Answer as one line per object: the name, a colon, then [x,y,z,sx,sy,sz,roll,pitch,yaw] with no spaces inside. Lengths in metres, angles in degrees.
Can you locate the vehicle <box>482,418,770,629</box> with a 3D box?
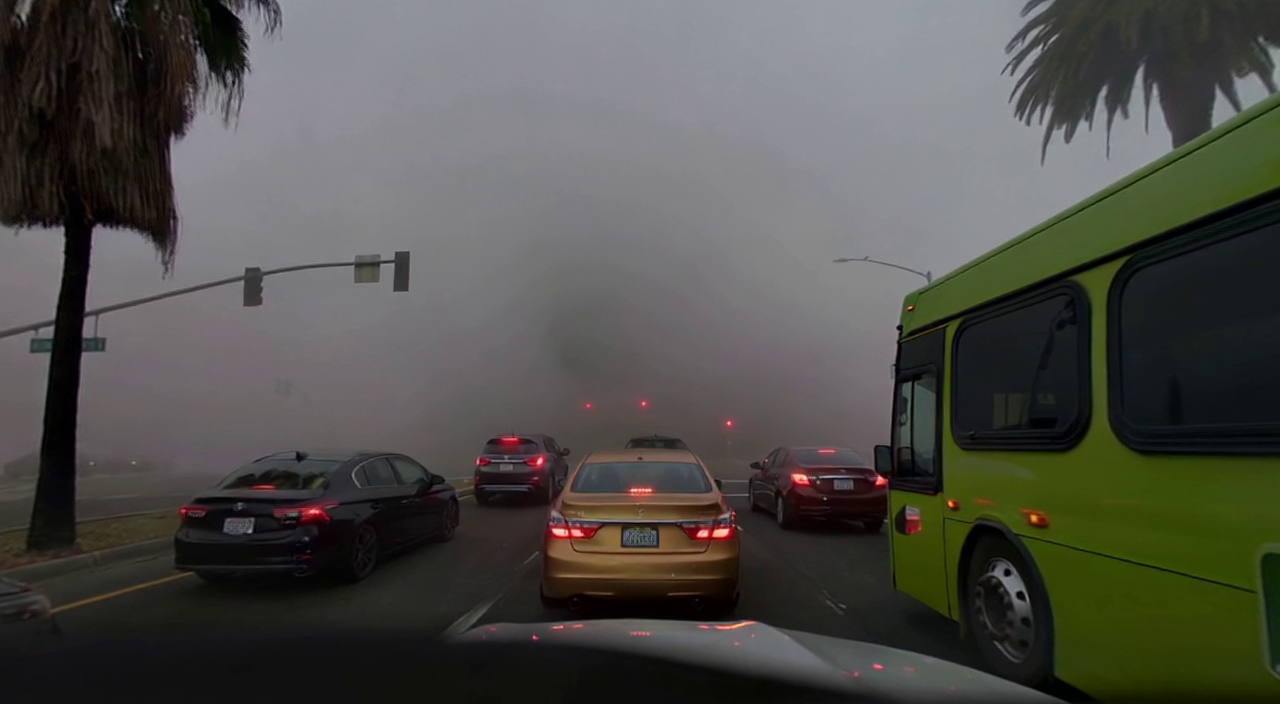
vehicle: [-0.109,1.523,6.518,2.060,1.499,3.831,0,-9,0]

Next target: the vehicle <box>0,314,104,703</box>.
vehicle: [-3.569,0.465,0.291,2.145,1.824,4.974,0,-9,2]

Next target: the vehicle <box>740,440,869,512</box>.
vehicle: [3.730,2.886,15.247,1.989,1.467,4.364,0,-9,1]

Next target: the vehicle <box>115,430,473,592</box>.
vehicle: [-3.620,1.722,7.719,1.919,1.415,4.178,0,-9,1]
